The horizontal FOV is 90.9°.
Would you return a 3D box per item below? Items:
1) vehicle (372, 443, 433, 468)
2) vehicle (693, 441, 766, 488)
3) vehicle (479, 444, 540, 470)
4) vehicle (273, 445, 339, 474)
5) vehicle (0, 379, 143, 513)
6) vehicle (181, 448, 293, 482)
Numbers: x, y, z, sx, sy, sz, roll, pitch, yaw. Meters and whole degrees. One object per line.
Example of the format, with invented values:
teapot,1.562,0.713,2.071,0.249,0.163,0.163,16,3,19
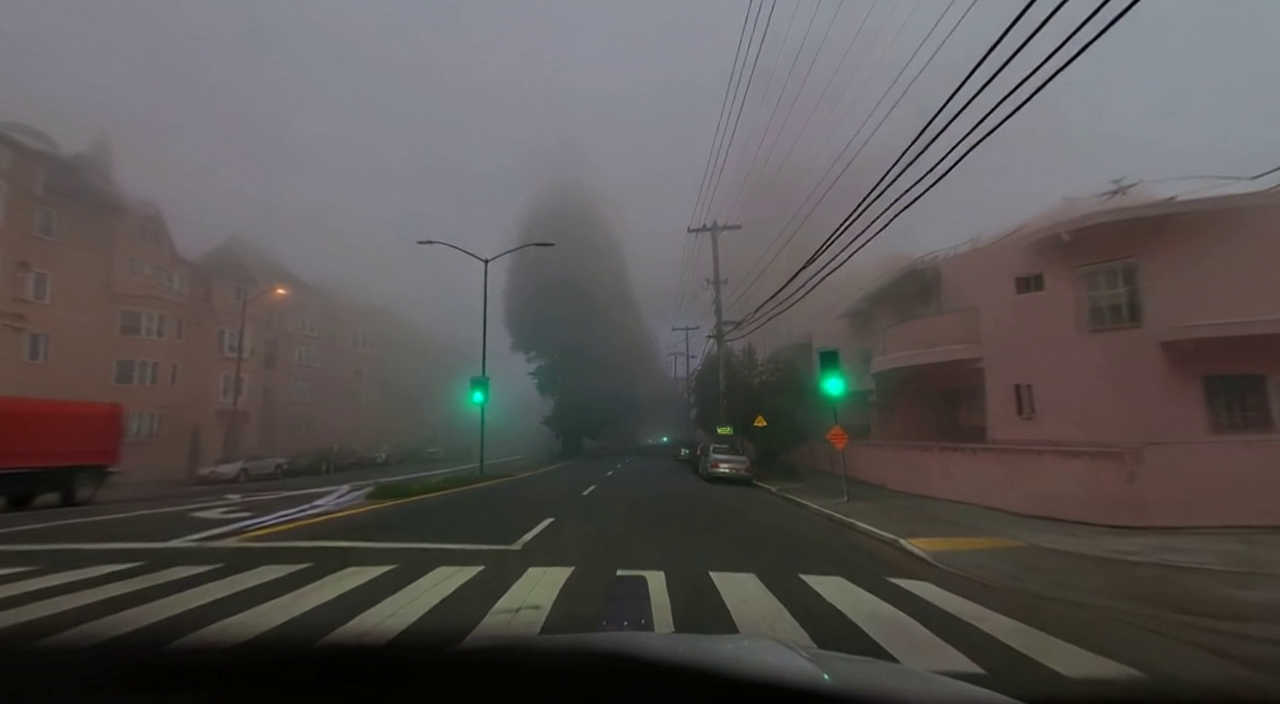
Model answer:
vehicle,-15.479,6.771,41.377,1.985,1.515,4.792,-1,-9,2
vehicle,3.112,4.028,22.927,1.986,1.491,4.500,0,-9,0
vehicle,-5.992,4.837,29.244,1.925,1.016,2.951,-1,-6,7
vehicle,-18.710,6.018,35.494,1.652,1.478,3.682,0,-8,0
vehicle,-16.282,2.161,14.482,2.979,3.071,7.978,0,-8,2
vehicle,-18.969,5.309,29.956,2.060,1.484,4.726,-1,-8,2
